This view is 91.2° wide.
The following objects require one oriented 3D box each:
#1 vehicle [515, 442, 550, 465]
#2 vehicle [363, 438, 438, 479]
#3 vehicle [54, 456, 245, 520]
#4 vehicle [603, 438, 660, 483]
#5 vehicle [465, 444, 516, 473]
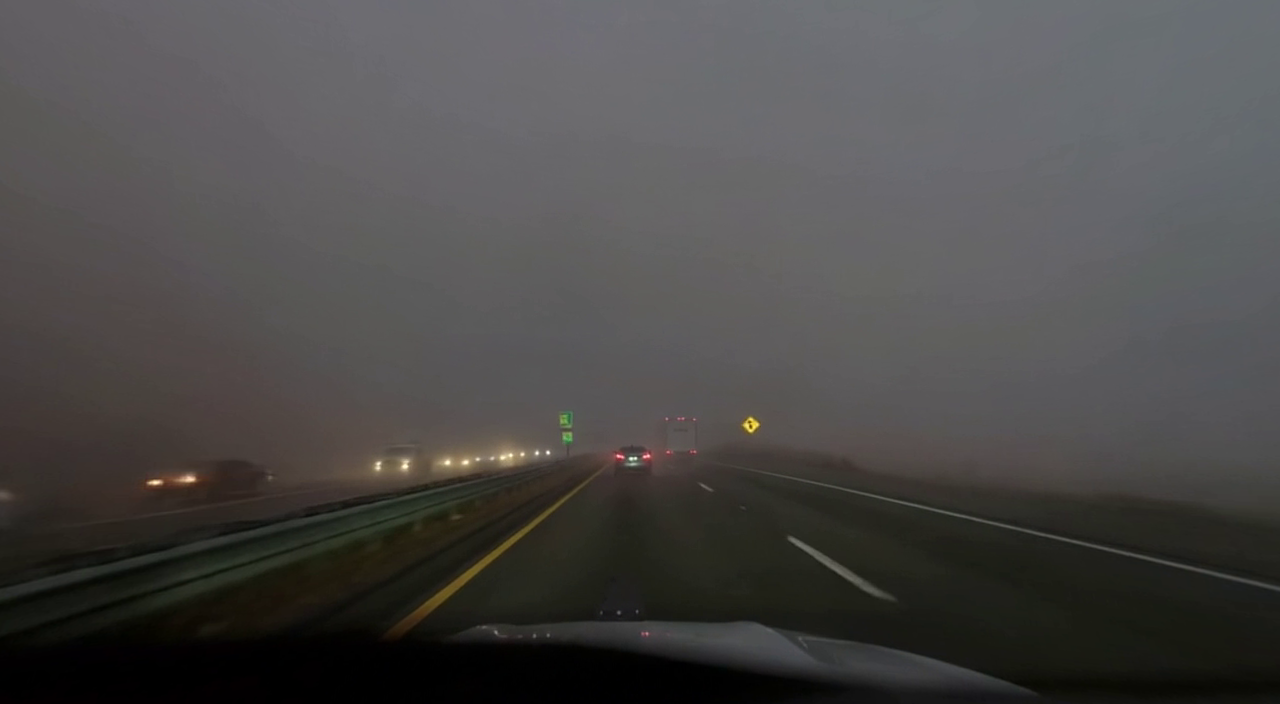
[{"bbox_3d":[-8.375,7.966,49.084,1.981,1.681,4.398,0,-9,0],"label":"vehicle"},{"bbox_3d":[-12.720,5.688,33.667,2.119,1.974,4.823,0,-9,-1],"label":"vehicle"},{"bbox_3d":[-12.945,3.566,16.950,1.882,1.432,4.042,0,-9,0],"label":"vehicle"},{"bbox_3d":[-0.325,4.051,23.710,1.971,1.518,4.108,0,-9,-1],"label":"vehicle"},{"bbox_3d":[-8.486,6.091,35.887,1.911,1.535,4.238,0,-9,0],"label":"vehicle"}]
